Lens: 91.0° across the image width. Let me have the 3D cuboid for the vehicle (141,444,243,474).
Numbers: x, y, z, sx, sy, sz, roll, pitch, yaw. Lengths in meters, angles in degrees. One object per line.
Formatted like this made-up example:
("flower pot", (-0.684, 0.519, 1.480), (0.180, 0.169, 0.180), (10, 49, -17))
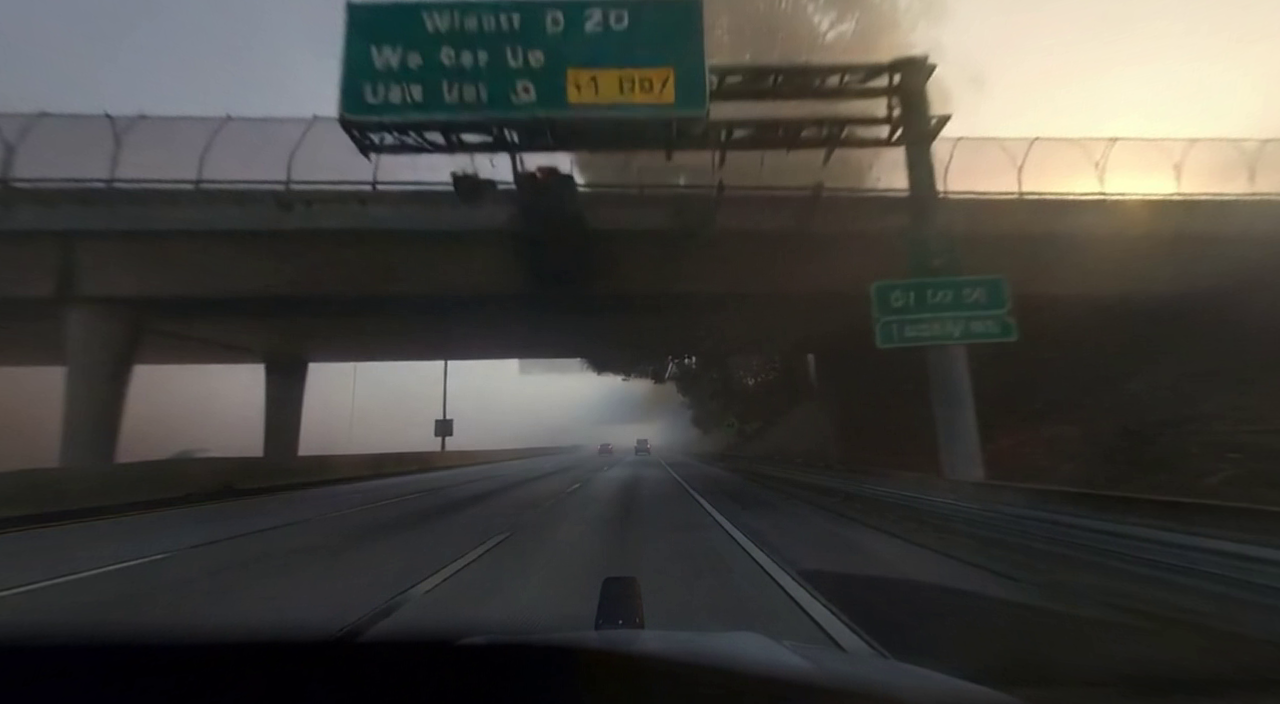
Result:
("vehicle", (-32.359, 7.731, 45.849), (2.455, 2.029, 6.614), (0, -9, 2))
